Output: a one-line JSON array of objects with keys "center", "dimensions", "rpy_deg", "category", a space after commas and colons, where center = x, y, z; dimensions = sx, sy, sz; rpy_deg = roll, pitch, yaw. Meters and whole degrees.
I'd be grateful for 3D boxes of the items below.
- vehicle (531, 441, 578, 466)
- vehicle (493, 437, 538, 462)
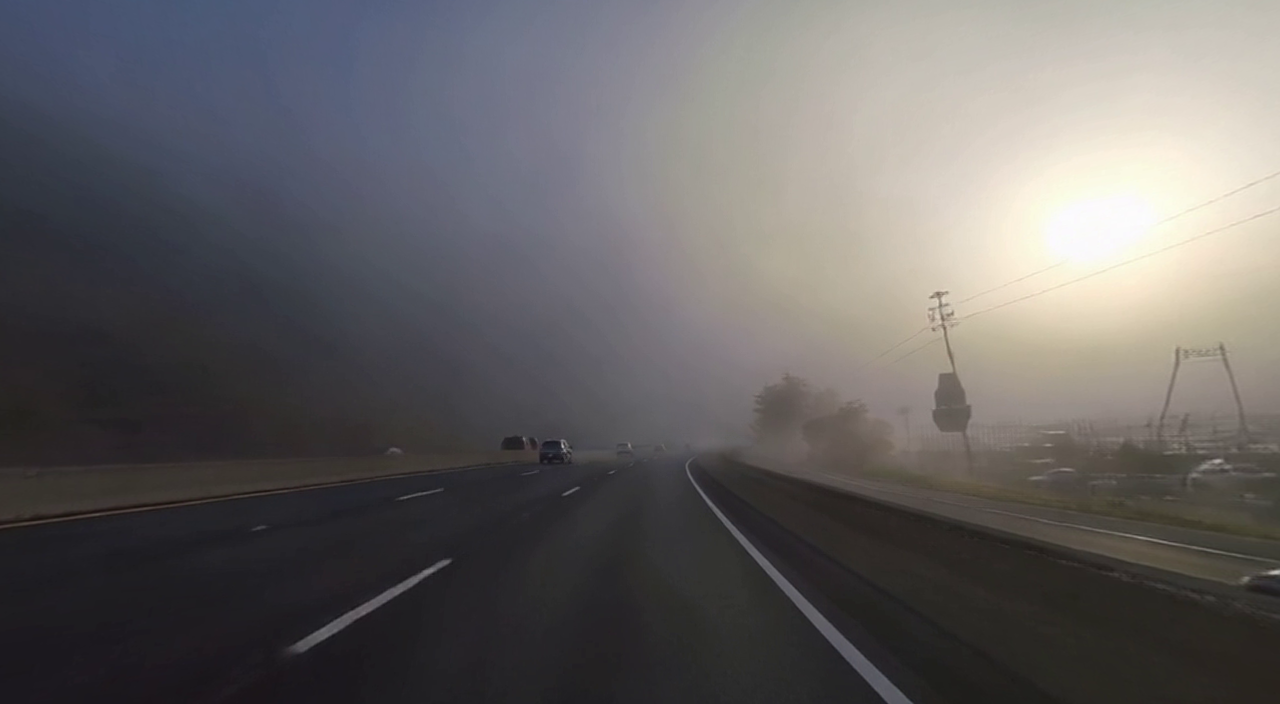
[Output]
[{"center": [-5.318, 6.377, 39.552], "dimensions": [2.010, 1.489, 4.456], "rpy_deg": [-1, -9, 4], "category": "vehicle"}, {"center": [-9.119, 7.221, 46.458], "dimensions": [2.063, 1.743, 4.392], "rpy_deg": [-1, -9, 5], "category": "vehicle"}]
